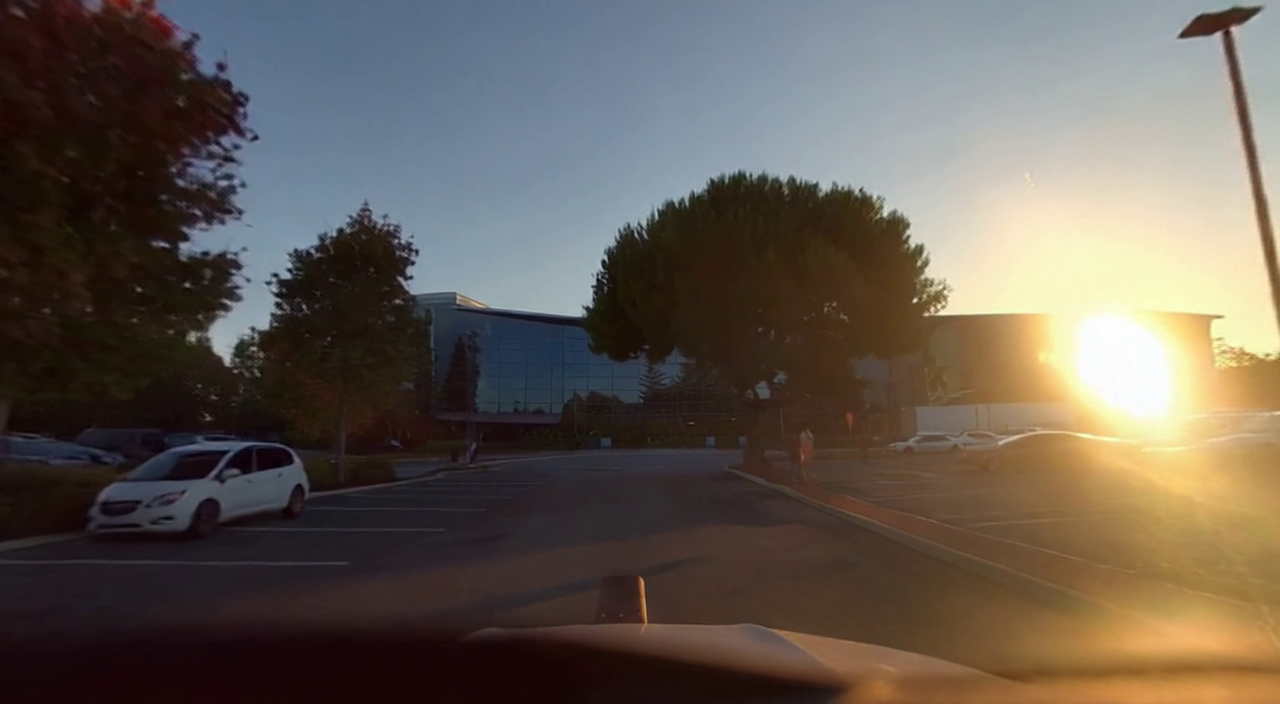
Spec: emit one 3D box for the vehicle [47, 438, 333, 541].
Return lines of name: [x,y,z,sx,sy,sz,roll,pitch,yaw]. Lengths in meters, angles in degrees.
vehicle: [-8.896,2.699,13.299,2.360,1.741,4.912,0,-8,1]
